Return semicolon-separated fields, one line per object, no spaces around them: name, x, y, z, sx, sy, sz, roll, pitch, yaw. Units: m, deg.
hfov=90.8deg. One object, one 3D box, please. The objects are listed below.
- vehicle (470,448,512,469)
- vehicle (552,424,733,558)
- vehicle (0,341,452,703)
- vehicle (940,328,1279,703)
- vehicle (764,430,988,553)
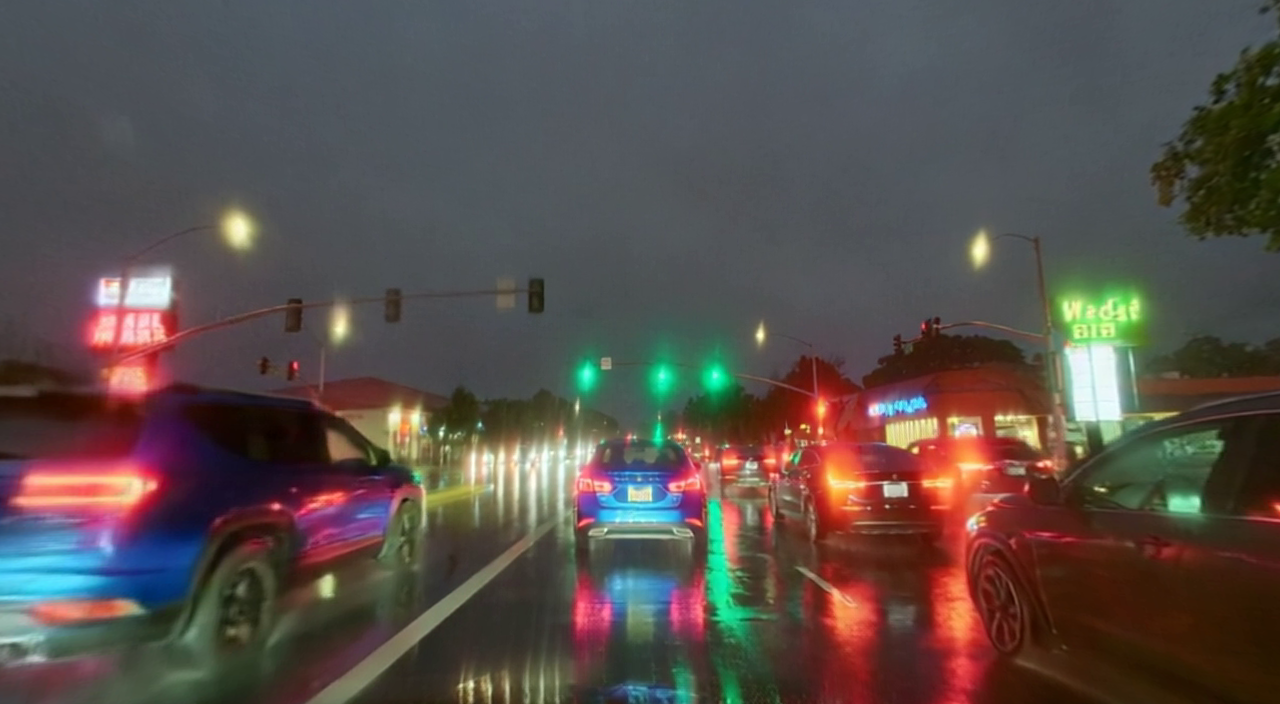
vehicle;-11.240;8.021;47.877;2.099;1.478;4.411;0;-9;0
vehicle;0.022;1.942;9.471;2.154;1.577;3.723;0;-9;0
vehicle;-3.427;1.212;5.235;2.257;1.823;4.777;0;-9;0
vehicle;3.005;0.759;1.916;2.075;1.661;4.401;-1;-9;1
vehicle;3.345;2.049;9.972;1.865;1.496;4.170;0;-9;-1
